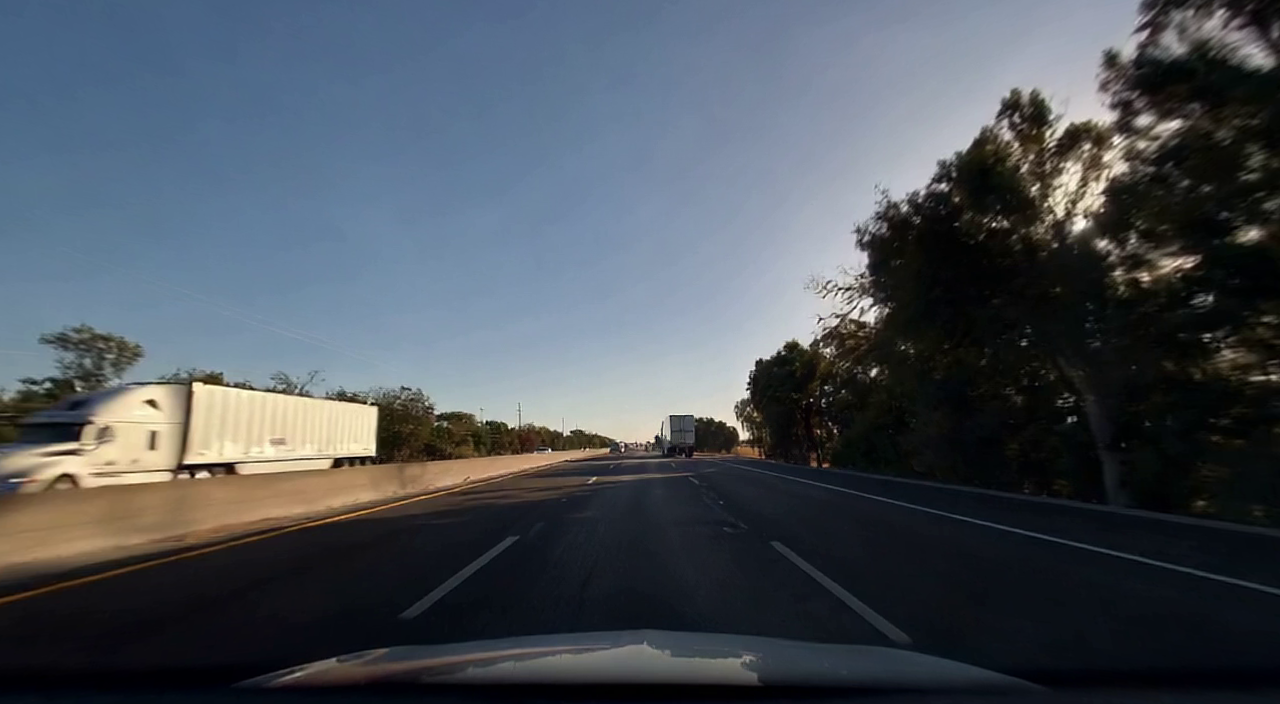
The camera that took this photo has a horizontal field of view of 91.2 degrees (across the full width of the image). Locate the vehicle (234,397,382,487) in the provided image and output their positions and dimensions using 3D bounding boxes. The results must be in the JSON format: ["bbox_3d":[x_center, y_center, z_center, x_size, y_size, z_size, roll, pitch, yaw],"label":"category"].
[{"bbox_3d":[-16.776,4.715,32.732,2.876,4.046,8.509,0,-9,1],"label":"vehicle"}]

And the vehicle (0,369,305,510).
[{"bbox_3d":[-16.805,3.271,23.281,3.059,4.067,10.156,0,-9,0],"label":"vehicle"}]
